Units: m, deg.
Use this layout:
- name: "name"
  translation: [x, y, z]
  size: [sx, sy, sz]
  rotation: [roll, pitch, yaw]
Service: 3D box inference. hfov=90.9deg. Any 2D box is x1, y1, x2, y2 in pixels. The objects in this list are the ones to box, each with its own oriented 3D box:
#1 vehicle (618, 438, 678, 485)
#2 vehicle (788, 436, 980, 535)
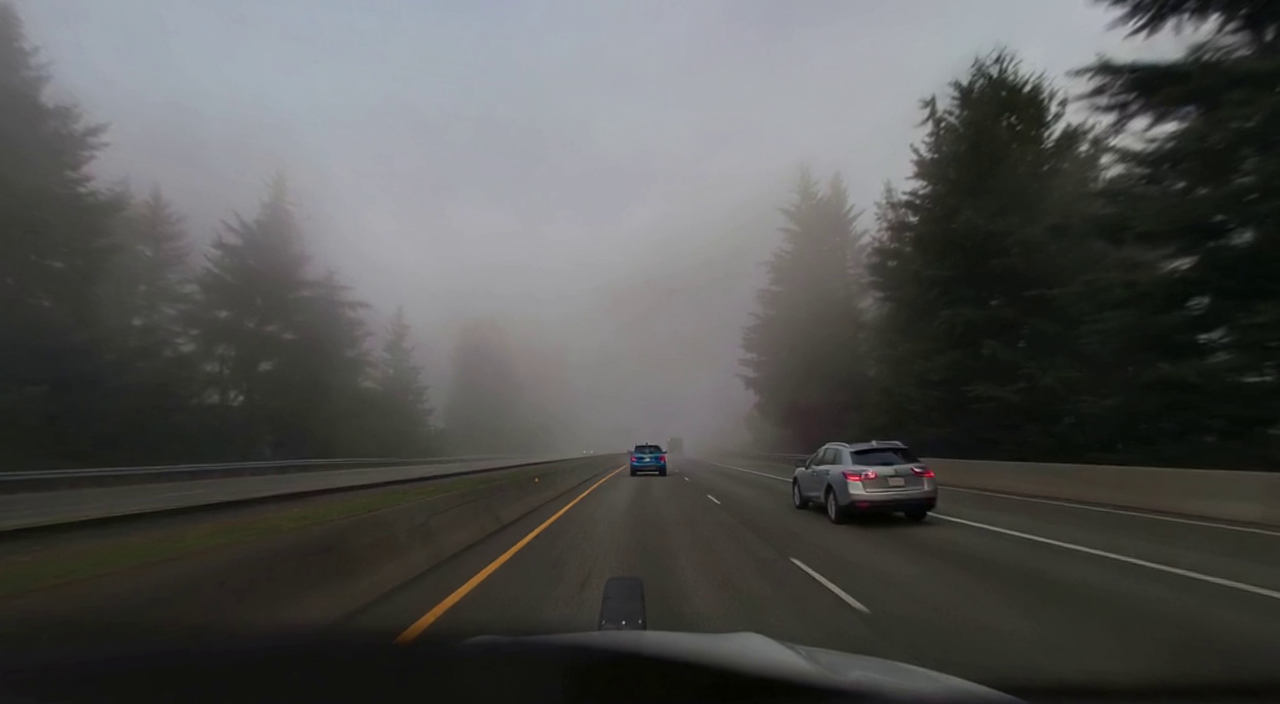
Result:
- name: "vehicle"
  translation: [0.314, 4.365, 25.379]
  size: [2.190, 1.706, 4.062]
  rotation: [0, -9, 1]
- name: "vehicle"
  translation: [4.288, 2.405, 11.956]
  size: [1.864, 1.489, 4.379]
  rotation: [0, -9, 0]
